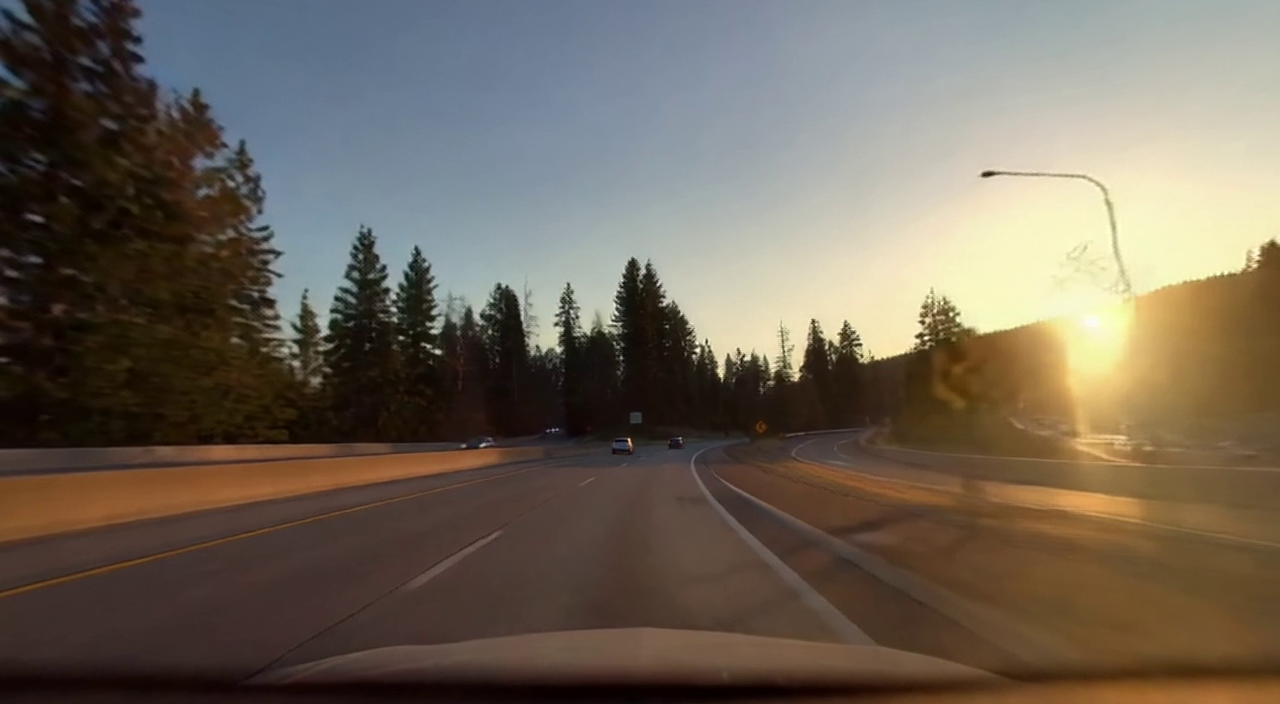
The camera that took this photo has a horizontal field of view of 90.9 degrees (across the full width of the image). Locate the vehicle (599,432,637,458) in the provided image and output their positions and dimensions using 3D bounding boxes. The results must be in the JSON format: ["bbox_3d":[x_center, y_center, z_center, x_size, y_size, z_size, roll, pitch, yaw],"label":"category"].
[{"bbox_3d":[-1.533,6.622,44.891,2.129,1.742,4.217,-1,-8,6],"label":"vehicle"}]
